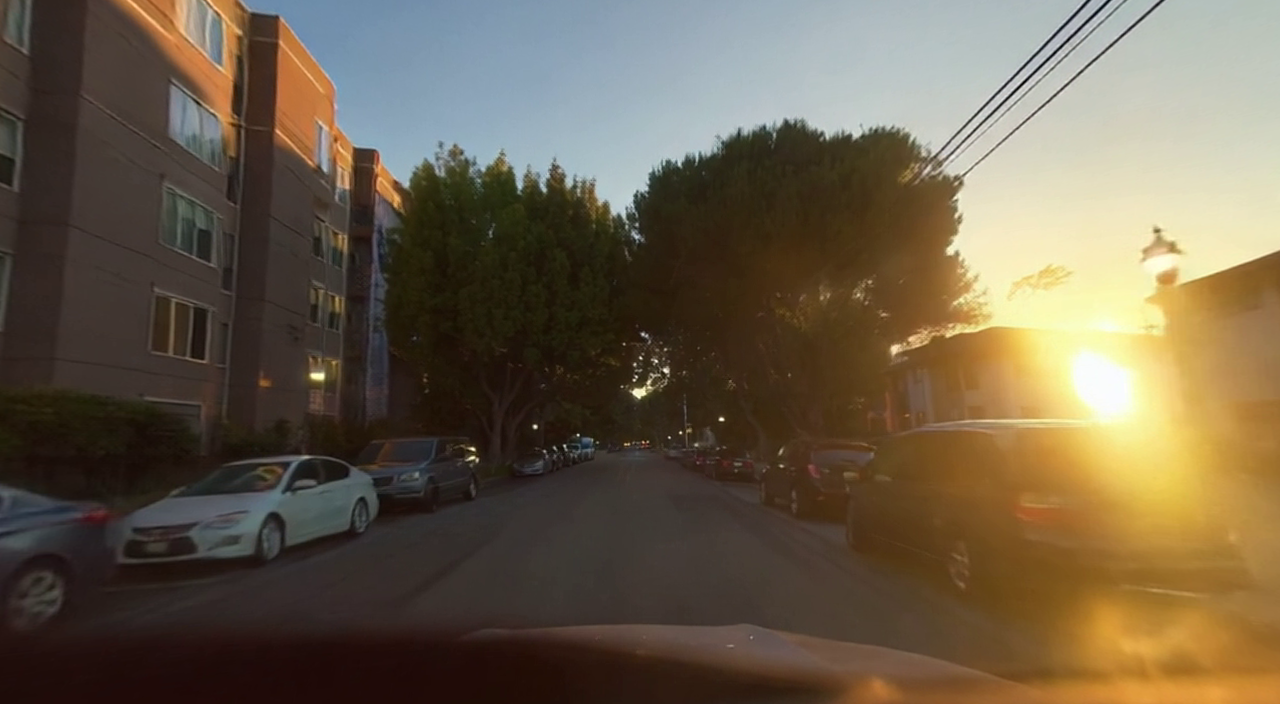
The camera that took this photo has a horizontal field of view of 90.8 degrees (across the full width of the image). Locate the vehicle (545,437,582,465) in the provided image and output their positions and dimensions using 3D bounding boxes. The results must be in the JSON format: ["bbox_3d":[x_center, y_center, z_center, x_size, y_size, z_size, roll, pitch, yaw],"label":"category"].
[{"bbox_3d":[-5.390,7.026,45.054,2.069,1.881,4.697,0,-8,0],"label":"vehicle"}]

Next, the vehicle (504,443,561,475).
[{"bbox_3d":[-5.285,5.324,31.685,2.080,1.458,4.511,0,-8,0],"label":"vehicle"}]

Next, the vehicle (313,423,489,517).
[{"bbox_3d":[-5.289,2.678,14.949,2.213,1.825,4.986,0,-8,0],"label":"vehicle"}]

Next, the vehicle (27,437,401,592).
[{"bbox_3d":[-5.344,2.039,9.014,2.026,1.461,4.837,-4,-8,0],"label":"vehicle"}]

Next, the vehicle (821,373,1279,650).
[{"bbox_3d":[3.757,1.408,6.724,2.082,1.809,4.998,0,-8,-1],"label":"vehicle"}]

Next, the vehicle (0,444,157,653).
[{"bbox_3d":[-5.414,1.324,3.645,1.799,1.440,4.411,-4,-8,0],"label":"vehicle"}]

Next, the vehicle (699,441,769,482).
[{"bbox_3d":[3.657,4.336,25.446,1.881,1.460,4.737,0,-8,-3],"label":"vehicle"}]
